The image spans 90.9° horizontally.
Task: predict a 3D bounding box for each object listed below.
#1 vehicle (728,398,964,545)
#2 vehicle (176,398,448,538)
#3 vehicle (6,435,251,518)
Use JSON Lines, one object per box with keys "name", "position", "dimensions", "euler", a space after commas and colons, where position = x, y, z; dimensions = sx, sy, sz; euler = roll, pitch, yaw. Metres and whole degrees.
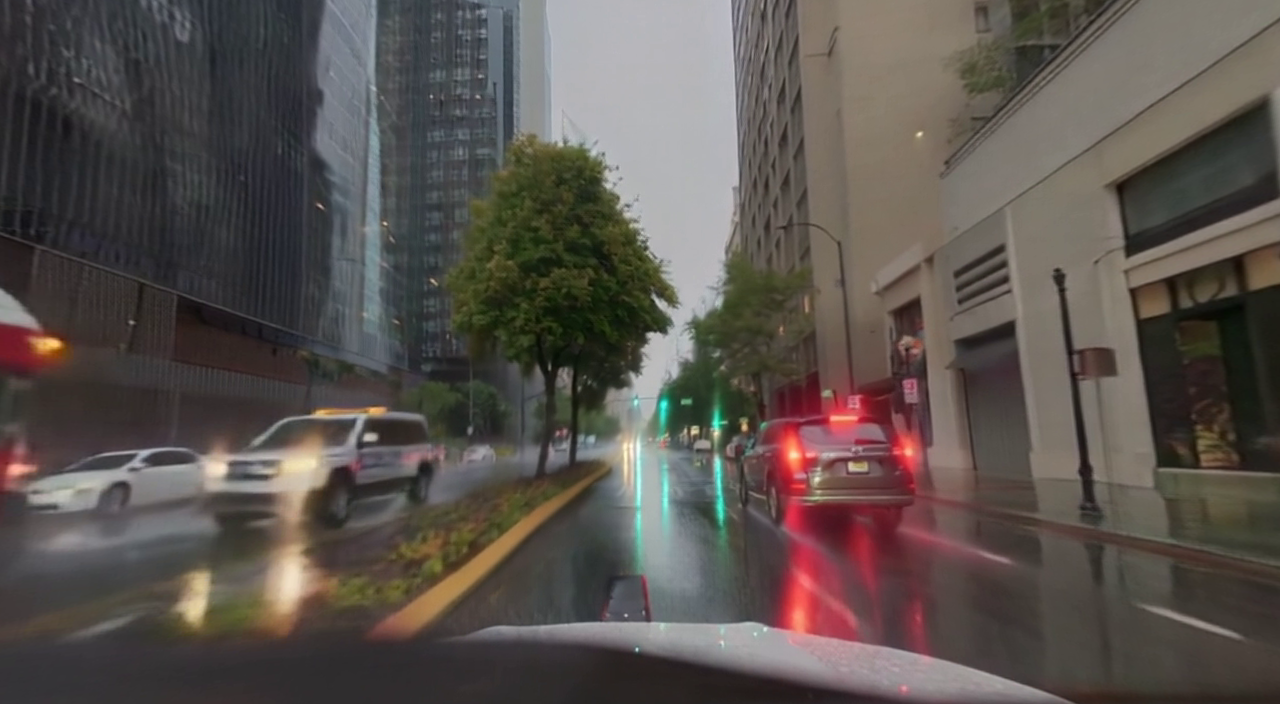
{"name": "vehicle", "position": [2.981, 1.900, 10.730], "dimensions": [2.118, 1.848, 5.426], "euler": [0, -8, -1]}
{"name": "vehicle", "position": [-5.198, 1.926, 11.060], "dimensions": [2.030, 1.881, 4.994], "euler": [0, -8, 0]}
{"name": "vehicle", "position": [-12.304, 2.986, 15.773], "dimensions": [1.871, 1.721, 4.973], "euler": [0, -8, 1]}
